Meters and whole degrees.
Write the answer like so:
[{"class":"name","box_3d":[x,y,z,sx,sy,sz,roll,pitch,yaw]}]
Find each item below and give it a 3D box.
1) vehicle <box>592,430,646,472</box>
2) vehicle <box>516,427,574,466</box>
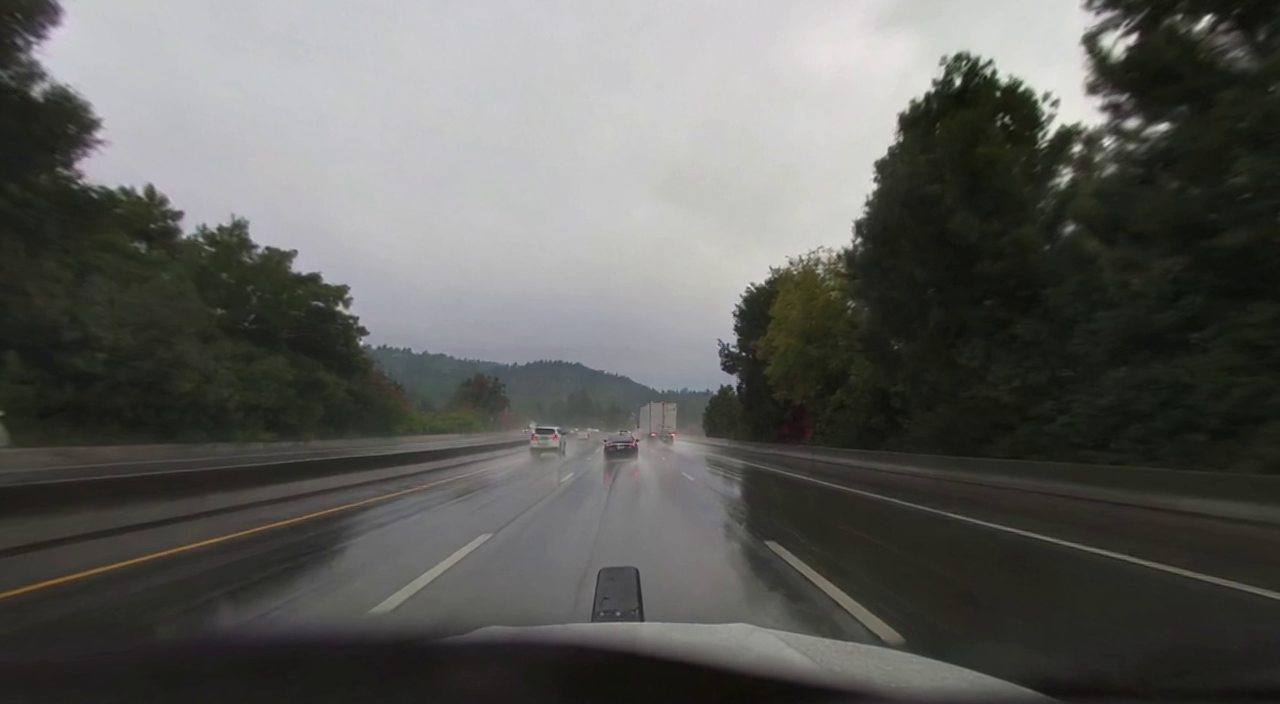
[{"class":"vehicle","box_3d":[-0.833,4.049,25.911,2.048,1.563,4.087,0,-8,-1]},{"class":"vehicle","box_3d":[-4.699,4.747,31.800,2.234,1.773,5.134,0,-8,-1]}]
